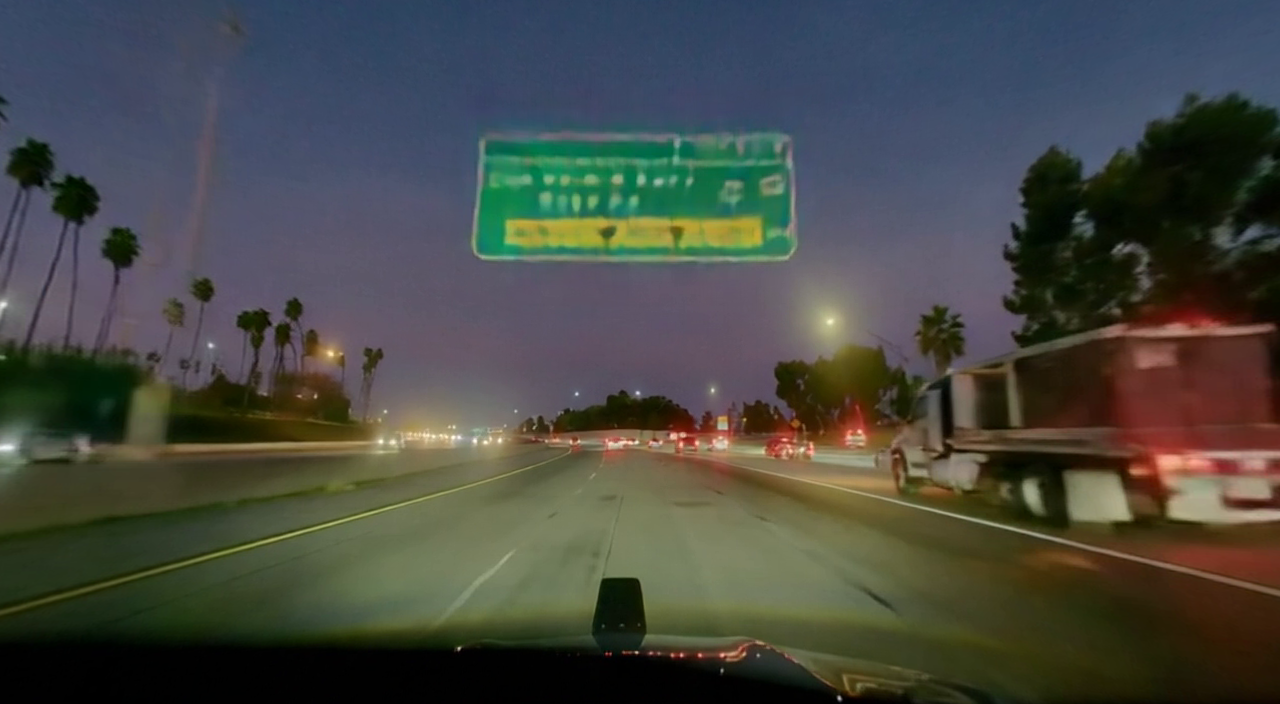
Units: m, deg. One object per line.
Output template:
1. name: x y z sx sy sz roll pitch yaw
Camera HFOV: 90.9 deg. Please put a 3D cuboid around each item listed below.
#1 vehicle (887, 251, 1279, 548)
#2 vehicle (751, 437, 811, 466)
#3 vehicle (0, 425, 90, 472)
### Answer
1. vehicle: 8.338 1.204 12.284 2.919 3.482 9.838 0 -8 -1
2. vehicle: 7.861 5.593 35.577 2.092 1.478 4.647 0 -8 -3
3. vehicle: -29.910 4.619 30.194 2.258 2.097 5.399 -1 -8 0
